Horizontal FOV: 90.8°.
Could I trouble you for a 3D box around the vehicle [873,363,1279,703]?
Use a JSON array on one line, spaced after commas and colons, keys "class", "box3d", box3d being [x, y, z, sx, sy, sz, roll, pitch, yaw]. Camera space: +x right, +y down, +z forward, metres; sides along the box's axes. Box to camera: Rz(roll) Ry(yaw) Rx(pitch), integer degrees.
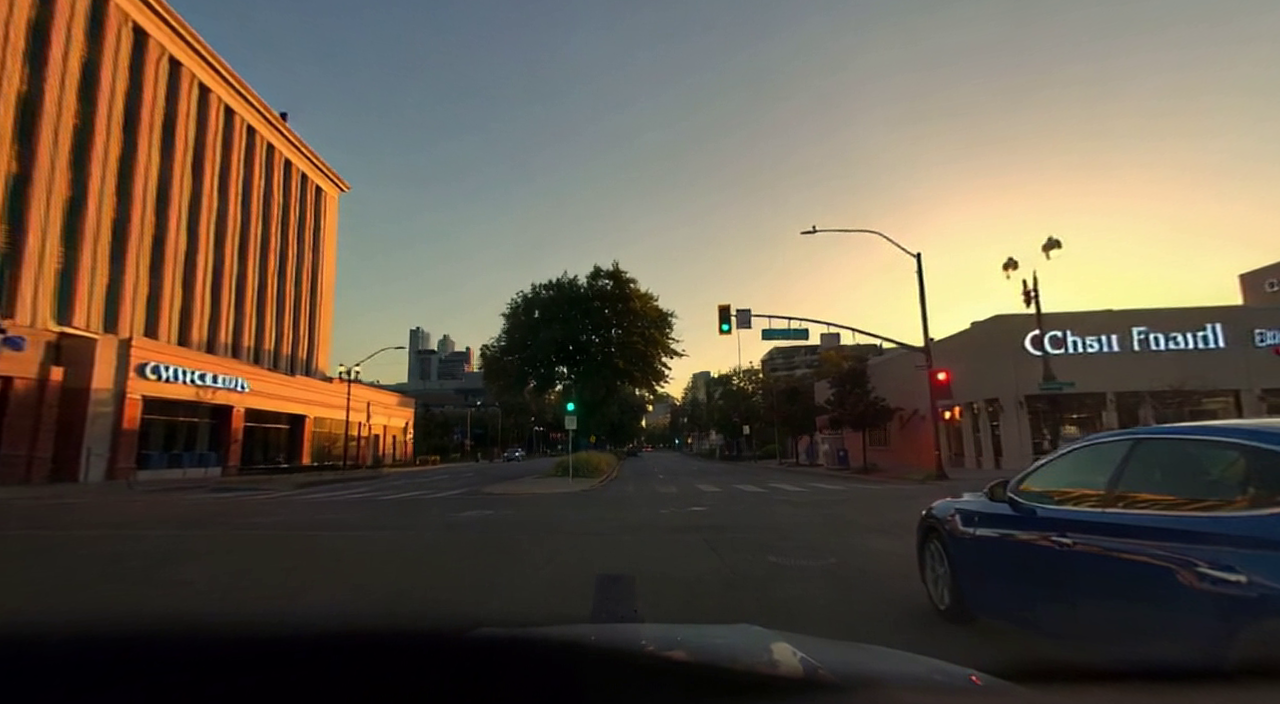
[{"class": "vehicle", "box3d": [3.153, 1.033, 3.232, 2.015, 1.641, 4.995, 0, -9, 0]}]
